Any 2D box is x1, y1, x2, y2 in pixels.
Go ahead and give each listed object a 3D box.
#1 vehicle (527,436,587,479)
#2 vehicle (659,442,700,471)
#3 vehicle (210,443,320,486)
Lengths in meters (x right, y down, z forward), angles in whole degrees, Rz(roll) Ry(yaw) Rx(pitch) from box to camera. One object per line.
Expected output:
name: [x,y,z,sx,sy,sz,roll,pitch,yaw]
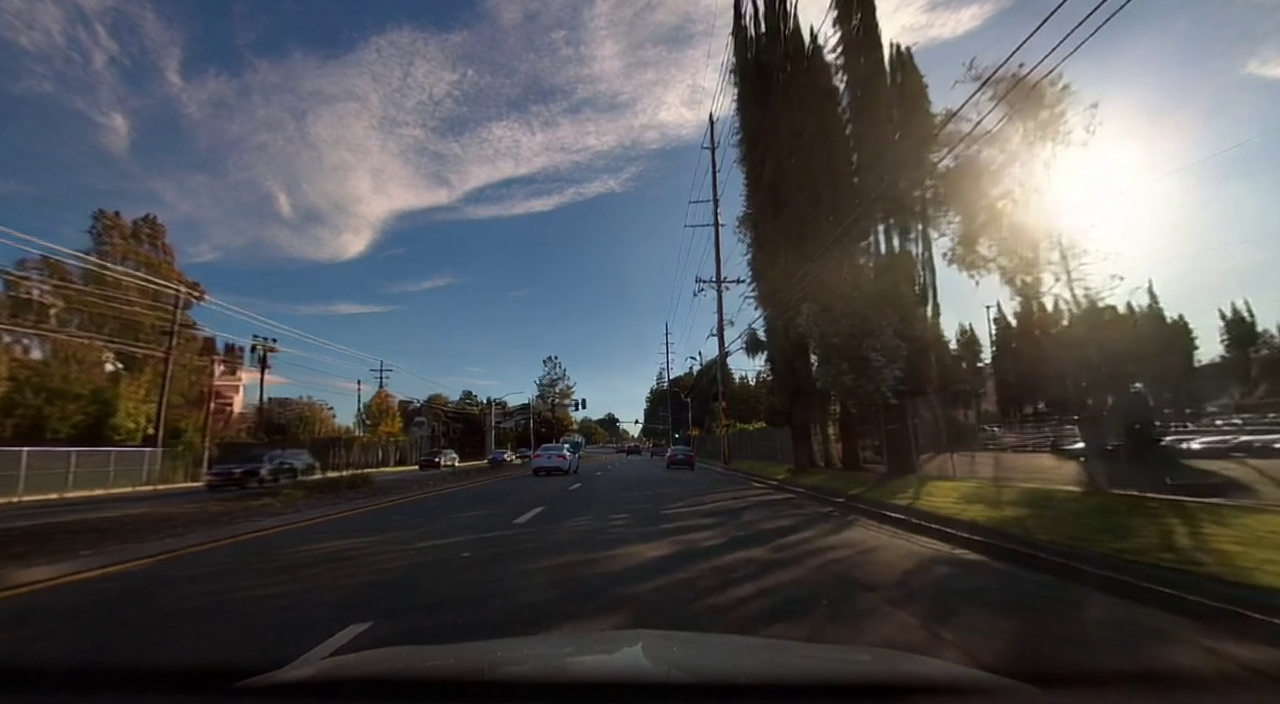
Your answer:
vehicle: [-3.528,4.561,27.458,1.950,1.692,4.397,0,-8,1]
vehicle: [2.102,5.756,34.803,2.059,1.486,3.980,0,-8,0]
vehicle: [-16.586,4.959,28.082,2.073,1.715,4.524,0,-8,1]
